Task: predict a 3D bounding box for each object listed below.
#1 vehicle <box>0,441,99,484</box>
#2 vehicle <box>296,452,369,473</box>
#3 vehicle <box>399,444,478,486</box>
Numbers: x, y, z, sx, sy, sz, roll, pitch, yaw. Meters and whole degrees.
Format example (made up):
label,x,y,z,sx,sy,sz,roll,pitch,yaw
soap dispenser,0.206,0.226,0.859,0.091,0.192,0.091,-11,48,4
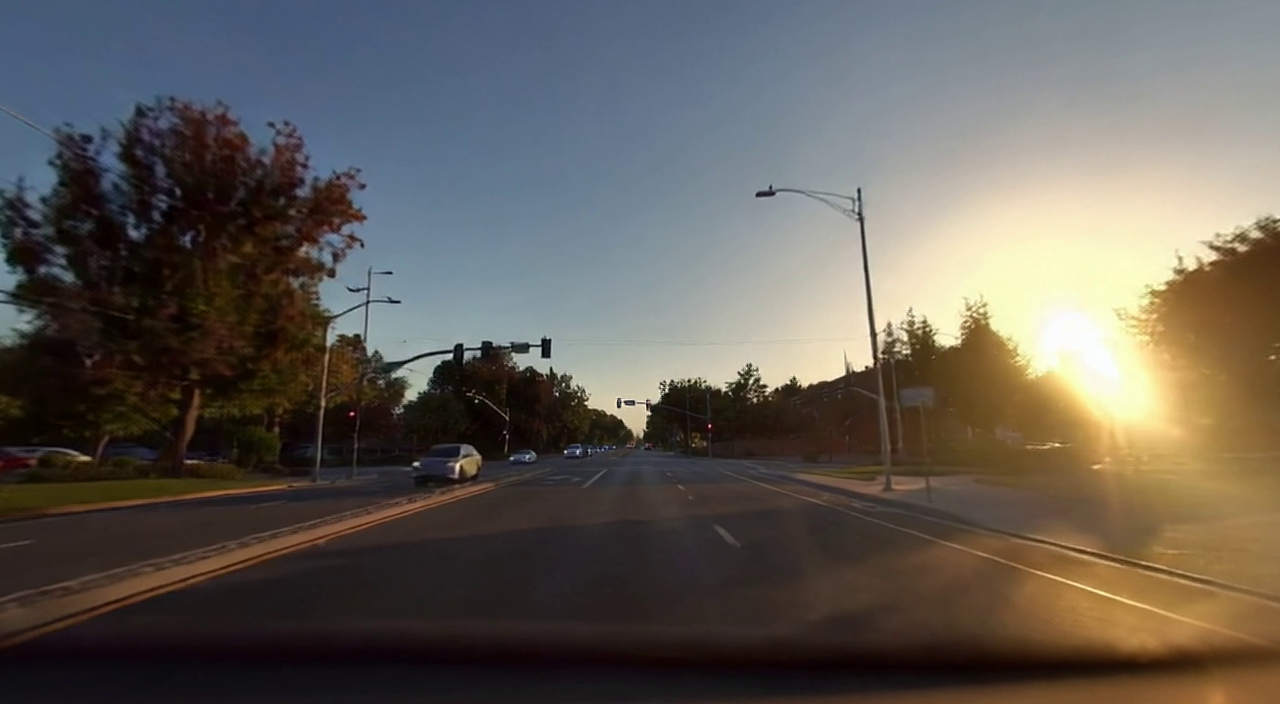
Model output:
label,x,y,z,sx,sy,sz,roll,pitch,yaw
vehicle,-23.500,4.172,23.926,4.116,1.548,1.923,0,-9,1
vehicle,-22.708,8.151,46.490,5.038,1.435,2.074,-4,-10,26
vehicle,-8.723,4.897,27.665,1.986,1.665,4.284,0,-9,1
